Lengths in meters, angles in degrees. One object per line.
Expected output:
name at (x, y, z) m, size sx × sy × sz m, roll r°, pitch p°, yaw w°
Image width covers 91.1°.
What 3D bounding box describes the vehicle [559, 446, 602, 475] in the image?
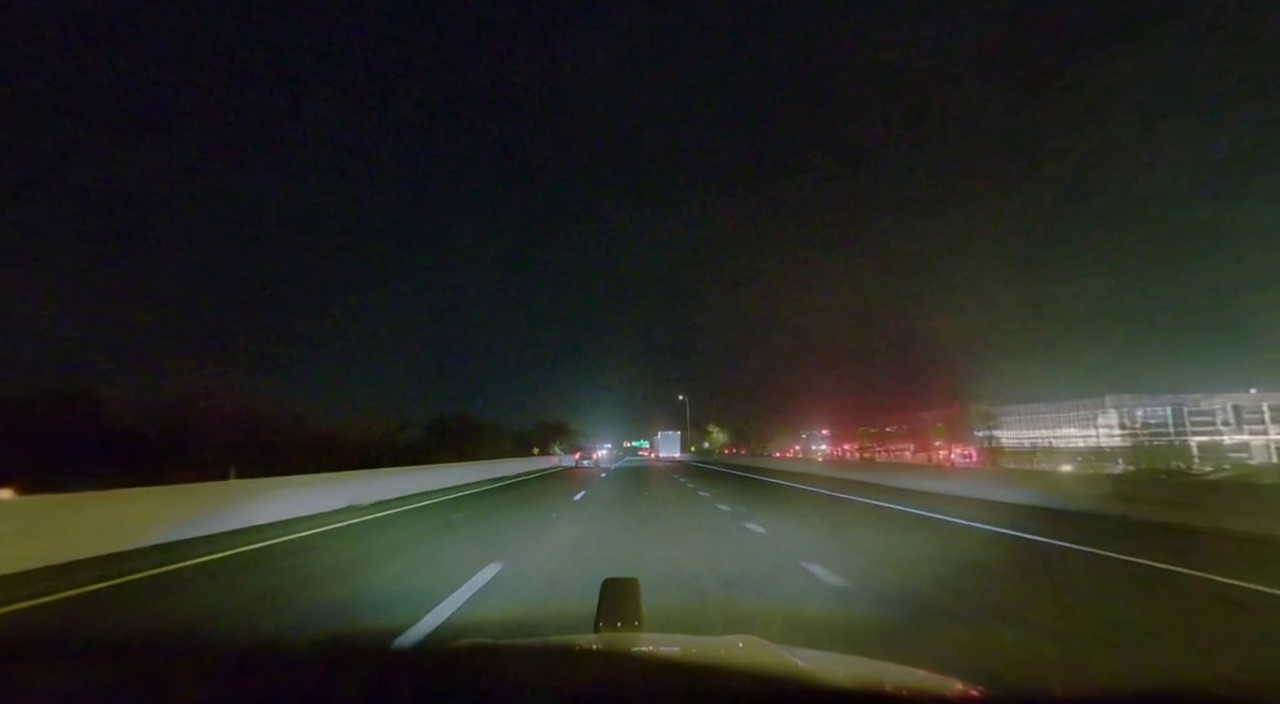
vehicle at (-3.302, 6.129, 35.634) m, size 2.100 × 1.525 × 4.179 m, roll 0°, pitch -9°, yaw 0°
